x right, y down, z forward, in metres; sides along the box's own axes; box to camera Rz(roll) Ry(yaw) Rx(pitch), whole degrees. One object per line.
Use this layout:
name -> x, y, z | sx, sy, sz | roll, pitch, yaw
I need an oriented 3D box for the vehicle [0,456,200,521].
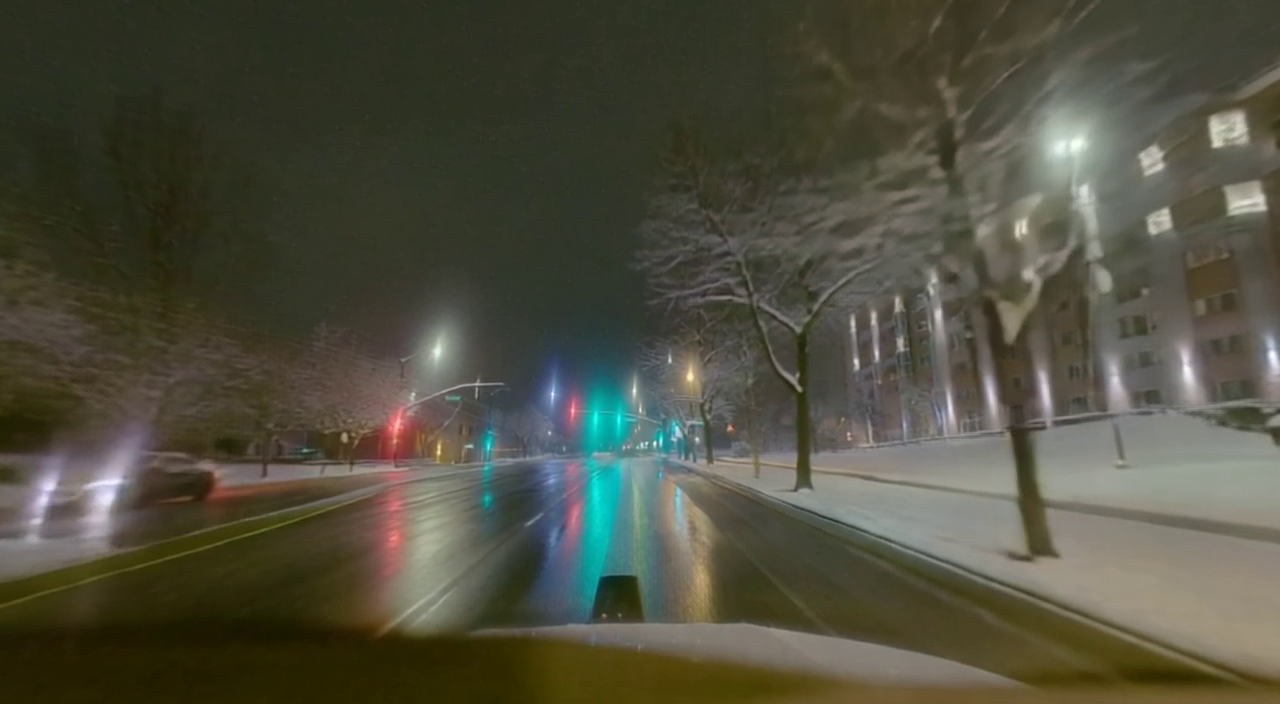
vehicle -> -14.694, 3.635, 17.348 | 1.898, 1.469, 4.577 | 0, -9, 0
